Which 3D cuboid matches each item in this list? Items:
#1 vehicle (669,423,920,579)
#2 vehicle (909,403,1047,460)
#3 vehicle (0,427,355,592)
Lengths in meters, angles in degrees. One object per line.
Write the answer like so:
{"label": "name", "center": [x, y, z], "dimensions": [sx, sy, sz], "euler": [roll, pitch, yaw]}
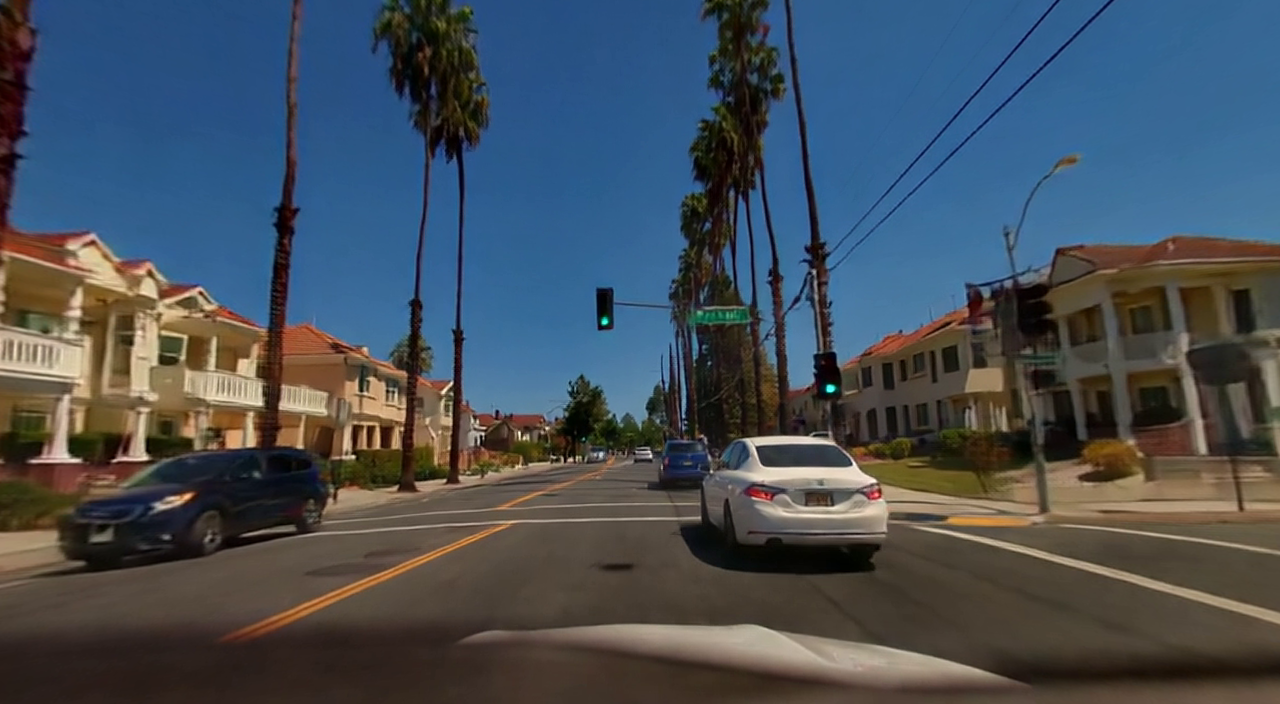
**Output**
{"label": "vehicle", "center": [1.682, 1.862, 8.735], "dimensions": [2.096, 1.552, 4.519], "euler": [0, -9, -3]}
{"label": "vehicle", "center": [17.642, 4.147, 33.245], "dimensions": [5.880, 2.540, 2.003], "euler": [-4, -6, 2]}
{"label": "vehicle", "center": [-6.631, 2.178, 9.880], "dimensions": [2.069, 1.820, 4.388], "euler": [-3, -6, 5]}
